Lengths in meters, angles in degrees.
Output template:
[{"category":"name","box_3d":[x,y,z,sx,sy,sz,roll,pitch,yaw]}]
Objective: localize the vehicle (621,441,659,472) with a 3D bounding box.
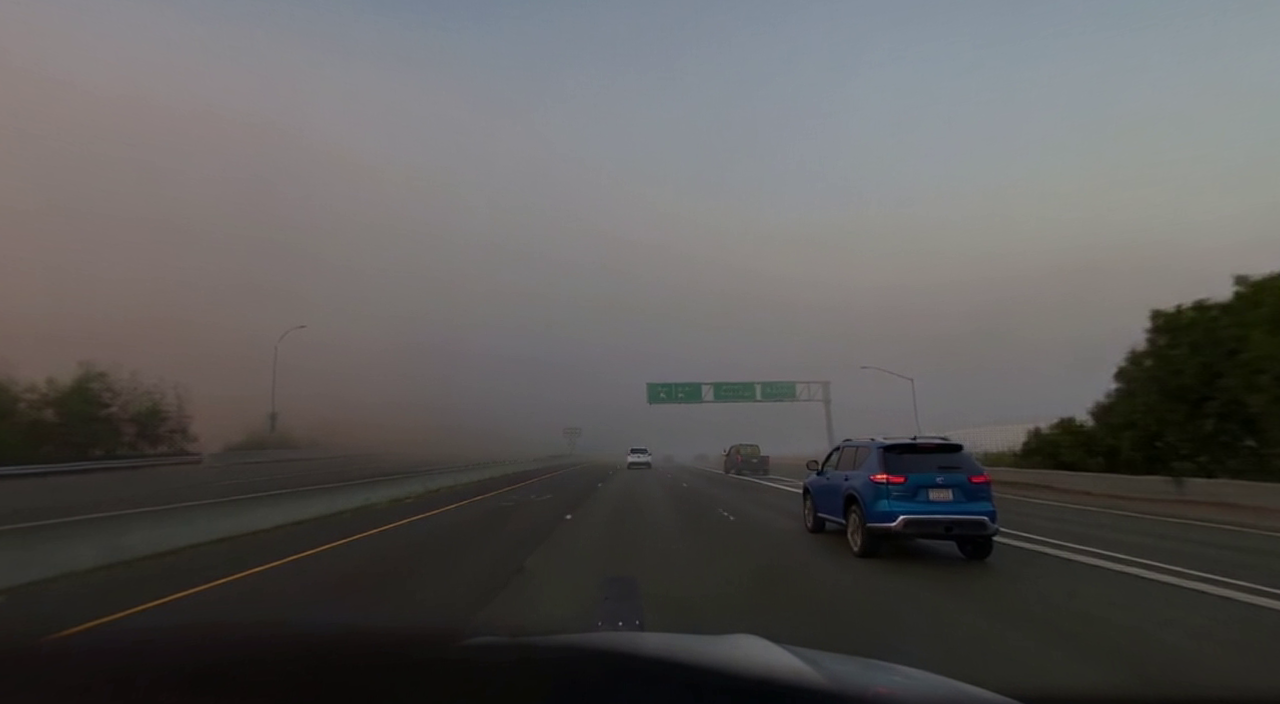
[{"category":"vehicle","box_3d":[-0.026,6.473,39.309,2.181,1.768,4.383,0,-8,-1]}]

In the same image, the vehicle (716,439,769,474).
[{"category":"vehicle","box_3d":[7.110,7.305,44.475,2.526,2.230,6.190,0,-8,-1]}]

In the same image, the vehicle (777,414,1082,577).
[{"category":"vehicle","box_3d":[3.466,1.800,8.749,2.097,1.659,4.320,0,-8,-1]}]
